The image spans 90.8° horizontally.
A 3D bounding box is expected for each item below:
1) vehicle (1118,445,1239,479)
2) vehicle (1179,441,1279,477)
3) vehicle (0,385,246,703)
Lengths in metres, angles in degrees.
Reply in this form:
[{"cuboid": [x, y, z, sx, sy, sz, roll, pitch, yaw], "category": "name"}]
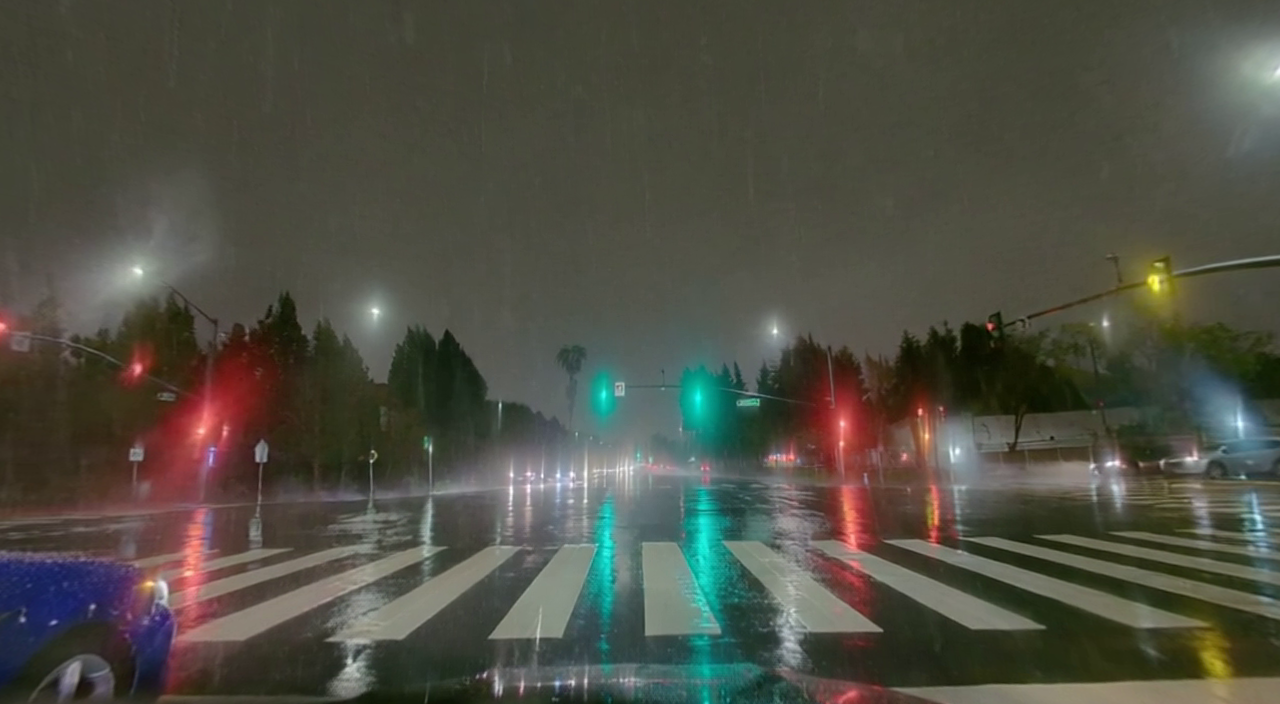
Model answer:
[{"cuboid": [25.097, 5.093, 29.532, 4.123, 1.469, 1.790, 0, -8, -5], "category": "vehicle"}, {"cuboid": [25.676, 4.479, 26.590, 4.347, 1.411, 1.784, 0, -8, -3], "category": "vehicle"}, {"cuboid": [-2.995, 0.762, 1.251, 1.969, 1.513, 3.773, 0, -8, 0], "category": "vehicle"}]
